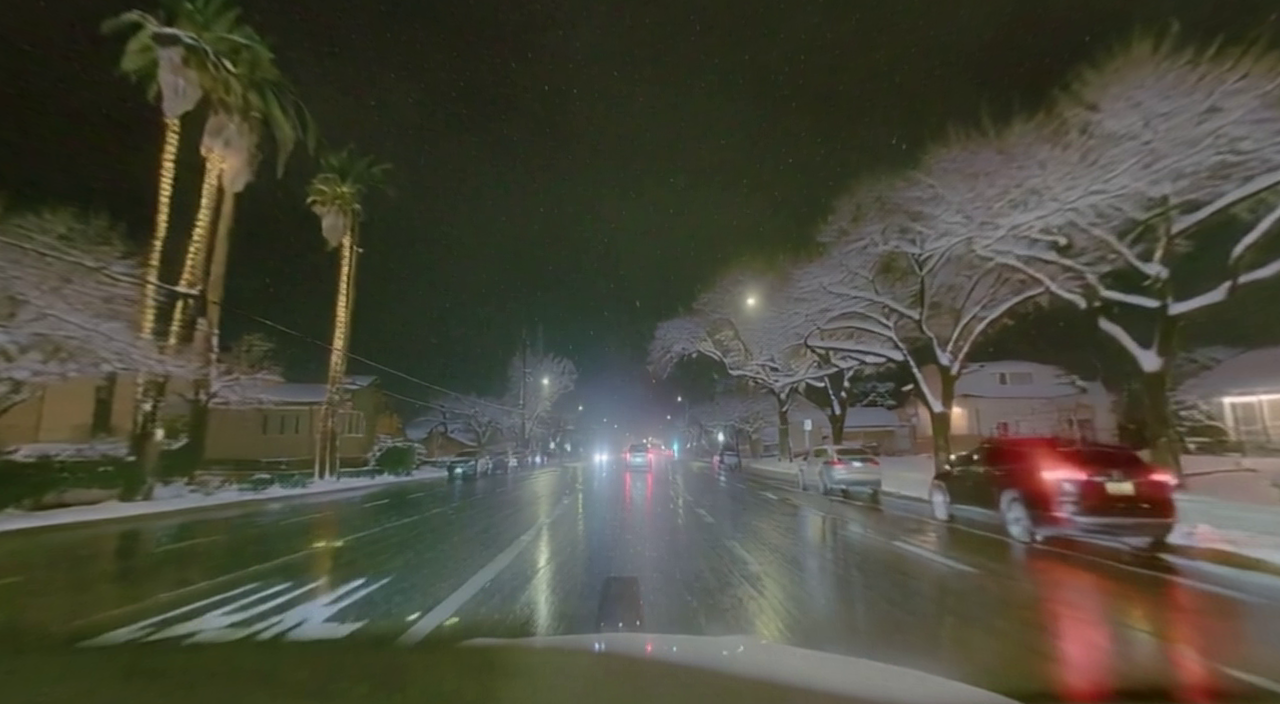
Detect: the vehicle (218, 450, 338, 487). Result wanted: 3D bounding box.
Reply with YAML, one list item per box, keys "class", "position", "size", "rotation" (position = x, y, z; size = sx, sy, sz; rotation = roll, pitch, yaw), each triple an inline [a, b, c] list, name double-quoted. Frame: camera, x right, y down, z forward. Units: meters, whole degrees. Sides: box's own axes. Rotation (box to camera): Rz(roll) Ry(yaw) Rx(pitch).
- class: "vehicle"
  position: [-17.698, 5.704, 31.066]
  size: [4.683, 1.686, 1.950]
  rotation: [-1, -8, 2]

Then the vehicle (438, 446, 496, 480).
- class: "vehicle"
  position: [-11.525, 7.432, 42.527]
  size: [2.157, 1.969, 5.725]
  rotation: [-3, -9, 1]

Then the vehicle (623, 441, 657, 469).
- class: "vehicle"
  position: [-0.035, 7.224, 44.365]
  size: [2.248, 1.833, 4.798]
  rotation: [0, -8, -1]

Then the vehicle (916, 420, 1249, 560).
- class: "vehicle"
  position: [7.029, 2.222, 11.104]
  size: [2.035, 1.822, 5.449]
  rotation: [-1, -8, 2]

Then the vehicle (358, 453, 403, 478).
- class: "vehicle"
  position: [-17.178, 7.495, 42.063]
  size: [1.847, 1.507, 4.632]
  rotation: [1, -9, -11]

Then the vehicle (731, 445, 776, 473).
- class: "vehicle"
  position: [7.338, 6.931, 41.261]
  size: [2.024, 1.687, 4.477]
  rotation: [0, -8, -1]

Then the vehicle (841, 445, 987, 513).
- class: "vehicle"
  position: [6.927, 3.219, 16.612]
  size: [1.842, 1.515, 4.653]
  rotation: [-1, -8, 1]
